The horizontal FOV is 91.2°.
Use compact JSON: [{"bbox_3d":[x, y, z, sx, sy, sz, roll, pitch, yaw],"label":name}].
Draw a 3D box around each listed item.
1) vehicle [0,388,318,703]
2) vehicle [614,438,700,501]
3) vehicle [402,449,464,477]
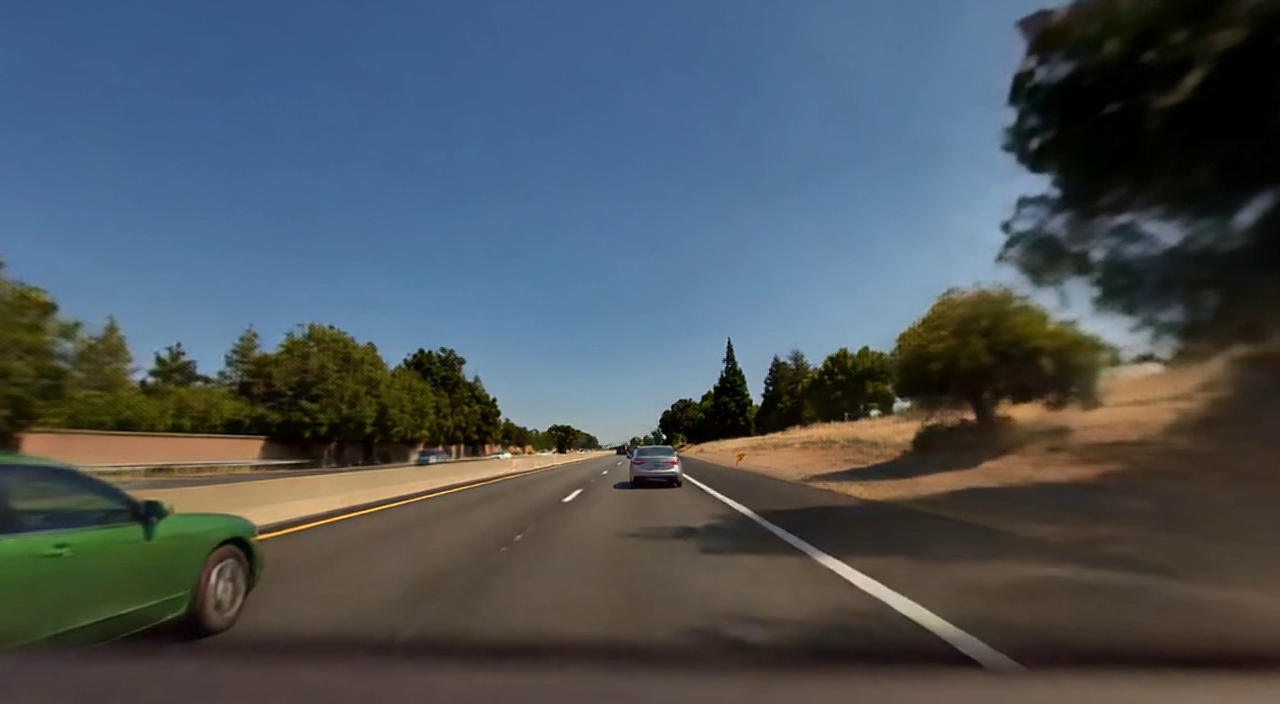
[{"bbox_3d":[-3.692,1.036,3.191,2.083,1.548,4.251,0,-9,-4],"label":"vehicle"},{"bbox_3d":[0.341,3.213,17.515,2.021,1.533,4.014,0,-9,-4],"label":"vehicle"},{"bbox_3d":[-12.706,6.818,38.777,1.888,1.547,4.445,-1,-9,7],"label":"vehicle"}]
